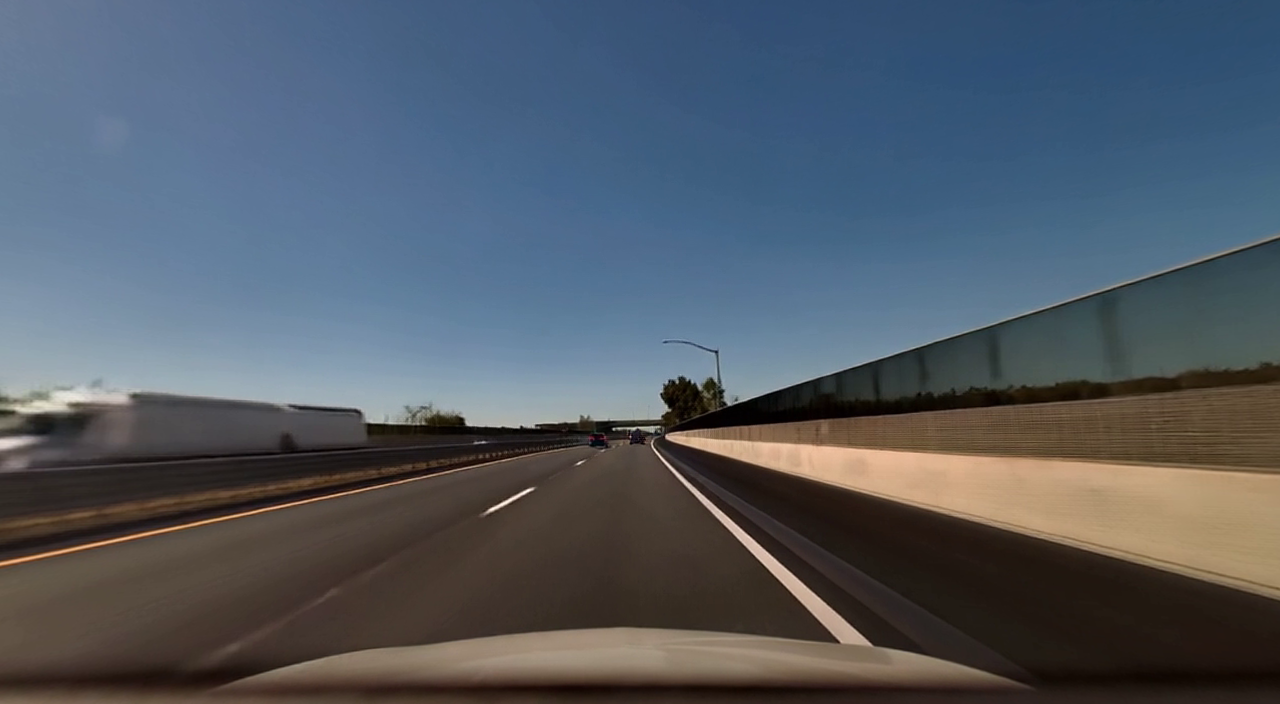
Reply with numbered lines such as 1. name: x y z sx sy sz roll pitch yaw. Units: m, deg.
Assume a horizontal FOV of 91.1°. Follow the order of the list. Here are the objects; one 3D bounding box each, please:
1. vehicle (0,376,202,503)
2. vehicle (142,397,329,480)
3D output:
1. vehicle: -17.622 2.675 19.500 2.875 3.201 7.109 0 -8 -1
2. vehicle: -17.781 3.898 28.650 2.820 3.184 8.570 0 -8 0
